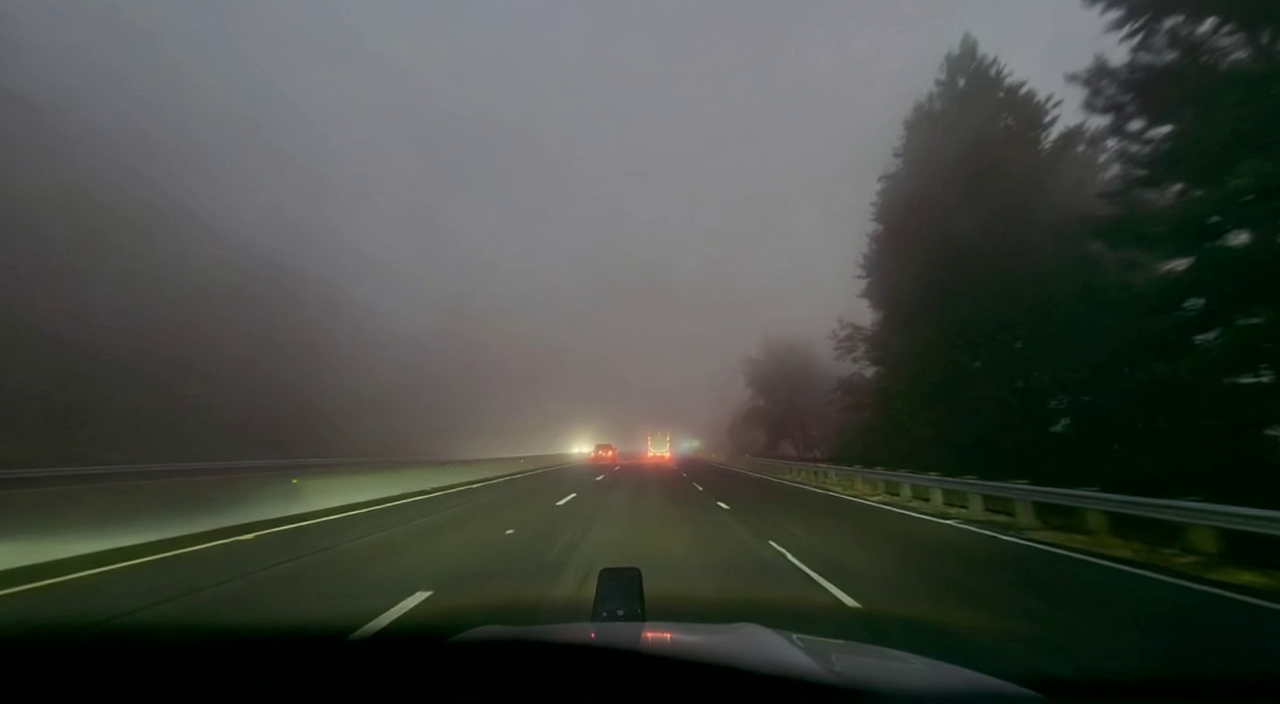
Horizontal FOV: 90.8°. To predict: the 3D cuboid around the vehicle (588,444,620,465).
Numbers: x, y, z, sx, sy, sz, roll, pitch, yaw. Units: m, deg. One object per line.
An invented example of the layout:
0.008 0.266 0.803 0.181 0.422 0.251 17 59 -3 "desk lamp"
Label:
-2.713 7.888 48.711 2.113 1.559 4.166 0 -9 2 "vehicle"
